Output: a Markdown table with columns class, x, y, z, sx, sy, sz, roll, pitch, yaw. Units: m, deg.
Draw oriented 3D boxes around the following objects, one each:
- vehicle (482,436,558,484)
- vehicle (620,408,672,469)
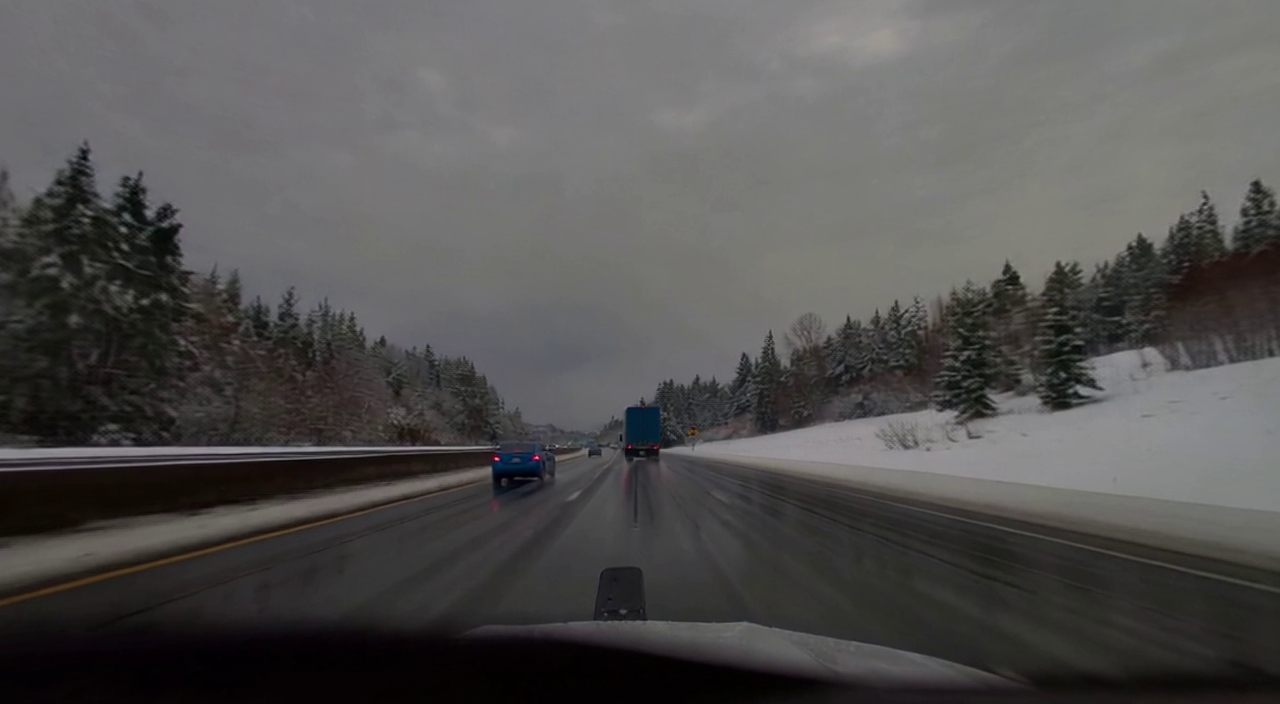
| class | x | y | z | sx | sy | sz | roll | pitch | yaw |
| --- | --- | --- | --- | --- | --- | --- | --- | --- | --- |
| vehicle | -4.280 | 3.920 | 23.047 | 1.977 | 1.602 | 3.944 | 0 | -9 | 0 |
| vehicle | 0.231 | 5.865 | 42.224 | 2.893 | 3.628 | 9.081 | 0 | -9 | -3 |
